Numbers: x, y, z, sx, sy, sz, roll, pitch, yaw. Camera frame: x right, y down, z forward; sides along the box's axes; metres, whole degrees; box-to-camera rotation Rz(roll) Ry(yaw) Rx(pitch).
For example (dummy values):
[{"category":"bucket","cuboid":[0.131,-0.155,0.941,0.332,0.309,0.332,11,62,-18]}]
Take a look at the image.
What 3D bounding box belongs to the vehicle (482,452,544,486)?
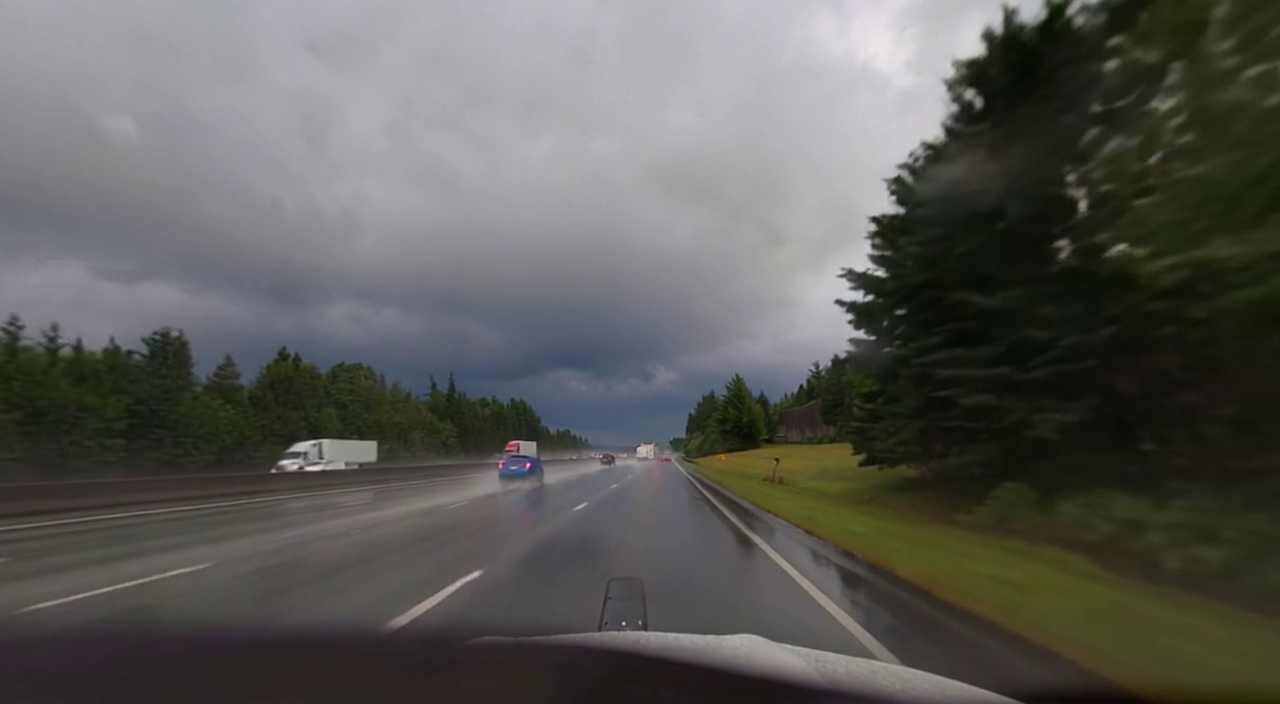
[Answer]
[{"category":"vehicle","cuboid":[-6.304,5.863,31.833,1.996,1.579,4.439,-1,-9,3]}]
